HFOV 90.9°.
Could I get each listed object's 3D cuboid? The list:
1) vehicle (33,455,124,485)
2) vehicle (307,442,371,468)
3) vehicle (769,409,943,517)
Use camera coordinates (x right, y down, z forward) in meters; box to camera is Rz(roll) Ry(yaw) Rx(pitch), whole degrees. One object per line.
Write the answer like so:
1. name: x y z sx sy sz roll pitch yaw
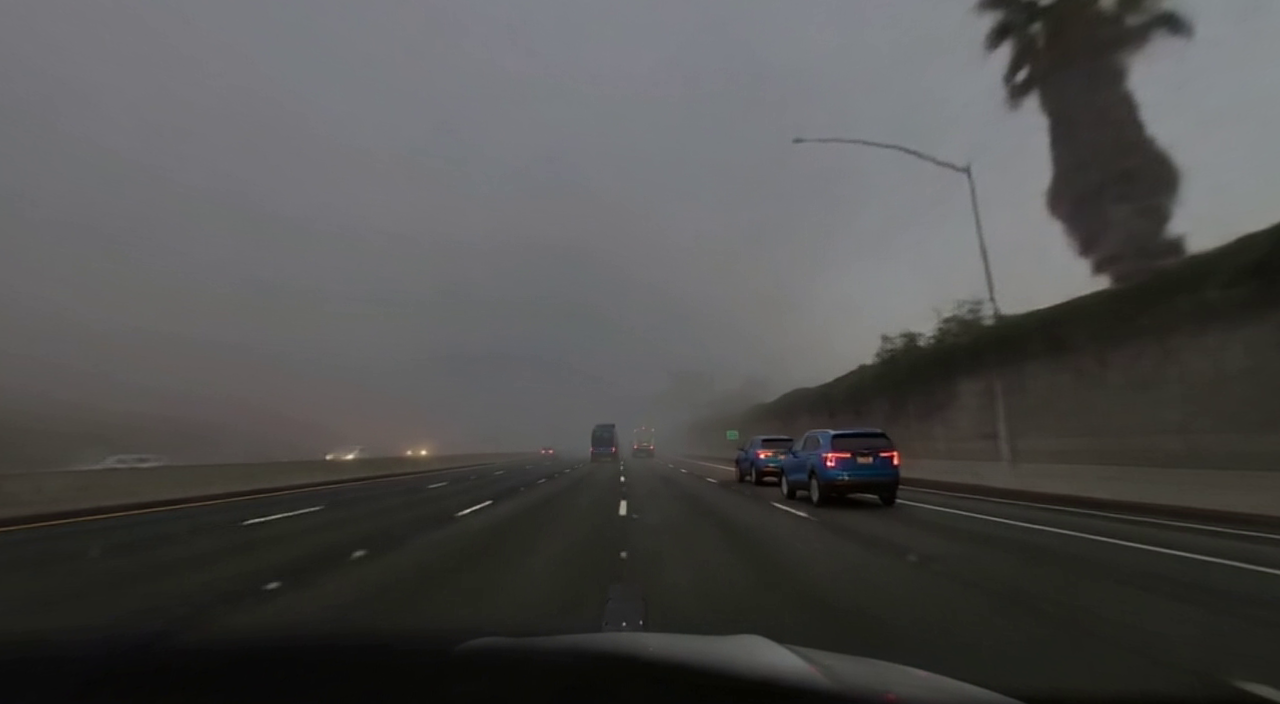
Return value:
1. vehicle: -27.370 5.731 30.869 1.447 1.315 3.272 0 -8 -1
2. vehicle: -20.377 7.003 42.933 2.080 1.639 4.832 0 -8 -1
3. vehicle: 5.024 2.683 15.708 2.408 2.210 4.999 0 -8 -2
